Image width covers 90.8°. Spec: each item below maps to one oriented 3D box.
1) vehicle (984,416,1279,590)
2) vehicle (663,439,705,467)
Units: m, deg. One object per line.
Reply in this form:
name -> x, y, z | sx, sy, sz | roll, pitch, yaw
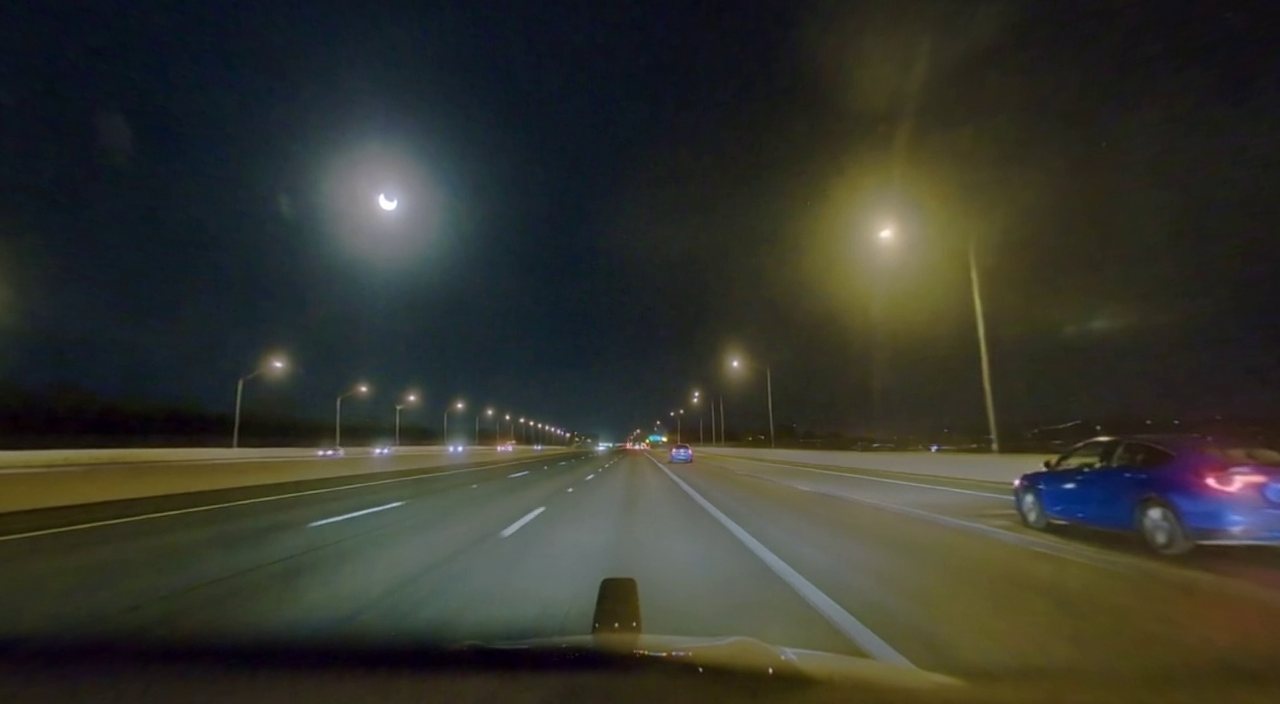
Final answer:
vehicle -> 6.765, 1.650, 7.734 | 2.227, 1.522, 5.041 | 0, -8, 0
vehicle -> 2.691, 6.294, 39.421 | 2.270, 1.615, 3.770 | 0, -8, -1
